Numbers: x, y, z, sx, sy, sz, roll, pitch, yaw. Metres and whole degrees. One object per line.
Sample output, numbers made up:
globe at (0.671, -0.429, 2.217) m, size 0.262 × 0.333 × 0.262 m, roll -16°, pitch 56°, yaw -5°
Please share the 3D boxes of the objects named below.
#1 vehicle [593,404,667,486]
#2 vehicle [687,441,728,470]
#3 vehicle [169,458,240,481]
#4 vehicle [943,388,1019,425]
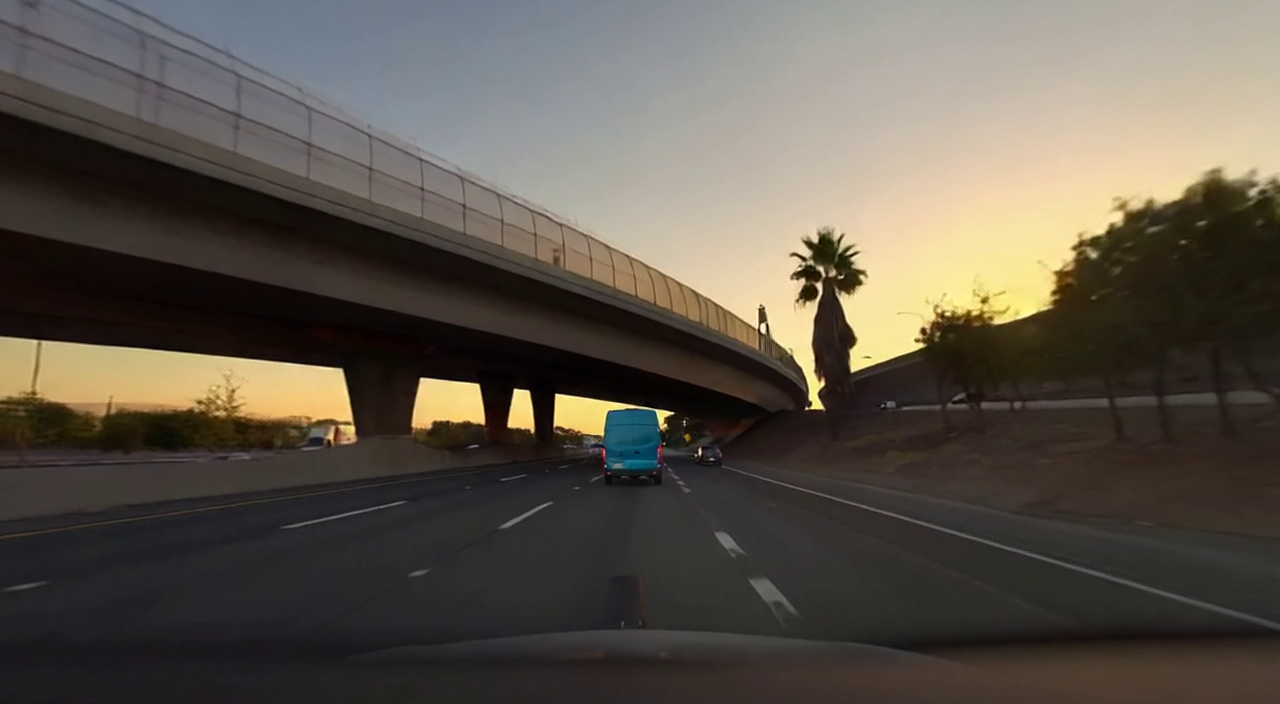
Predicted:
vehicle at (-0.215, 3.590, 24.274) m, size 2.476 × 2.776 × 5.598 m, roll -1°, pitch -9°, yaw 3°
vehicle at (4.013, 6.236, 37.923) m, size 1.987 × 1.648 × 3.984 m, roll 0°, pitch -9°, yaw 0°
vehicle at (-32.213, 8.701, 46.592) m, size 1.799 × 1.526 × 4.757 m, roll 0°, pitch -9°, yaw 1°
vehicle at (24.090, 3.963, 44.669) m, size 2.445 × 2.240 × 5.659 m, roll -2°, pitch -8°, yaw 3°
